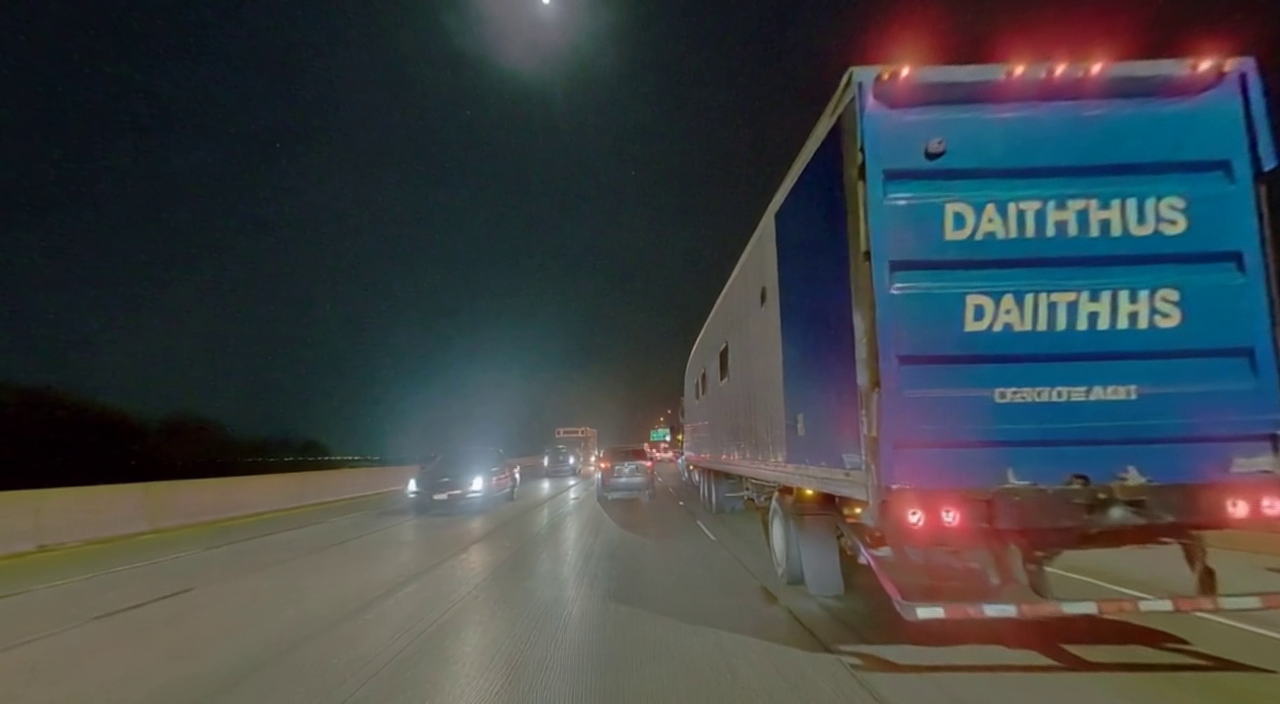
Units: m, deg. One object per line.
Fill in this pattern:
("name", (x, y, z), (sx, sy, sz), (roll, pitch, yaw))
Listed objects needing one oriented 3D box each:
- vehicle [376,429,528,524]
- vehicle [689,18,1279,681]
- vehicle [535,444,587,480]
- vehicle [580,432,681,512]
("vehicle", (-3.887, 2.653, 13.916), (1.986, 1.733, 4.209), (0, -9, 1))
("vehicle", (2.999, 1.025, 11.679), (2.934, 4.123, 15.785), (0, -9, 0))
("vehicle", (-4.019, 5.654, 32.756), (2.074, 1.717, 4.089), (0, -9, 1))
("vehicle", (-0.245, 2.957, 15.944), (2.201, 1.719, 4.058), (0, -9, -1))
